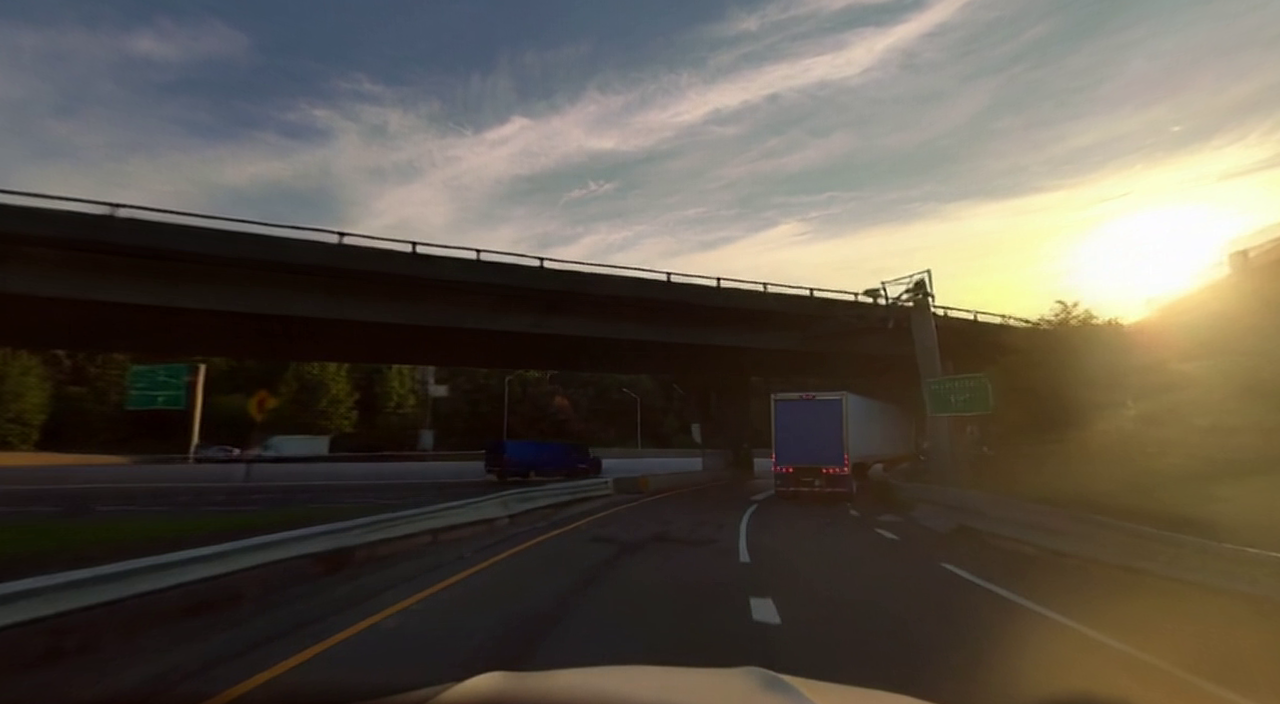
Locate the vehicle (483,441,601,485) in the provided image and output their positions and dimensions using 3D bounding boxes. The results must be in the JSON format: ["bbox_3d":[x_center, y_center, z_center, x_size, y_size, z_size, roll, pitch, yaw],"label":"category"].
[{"bbox_3d":[-3.477,4.015,23.108,1.940,1.444,4.024,-7,-11,37],"label":"vehicle"}]
